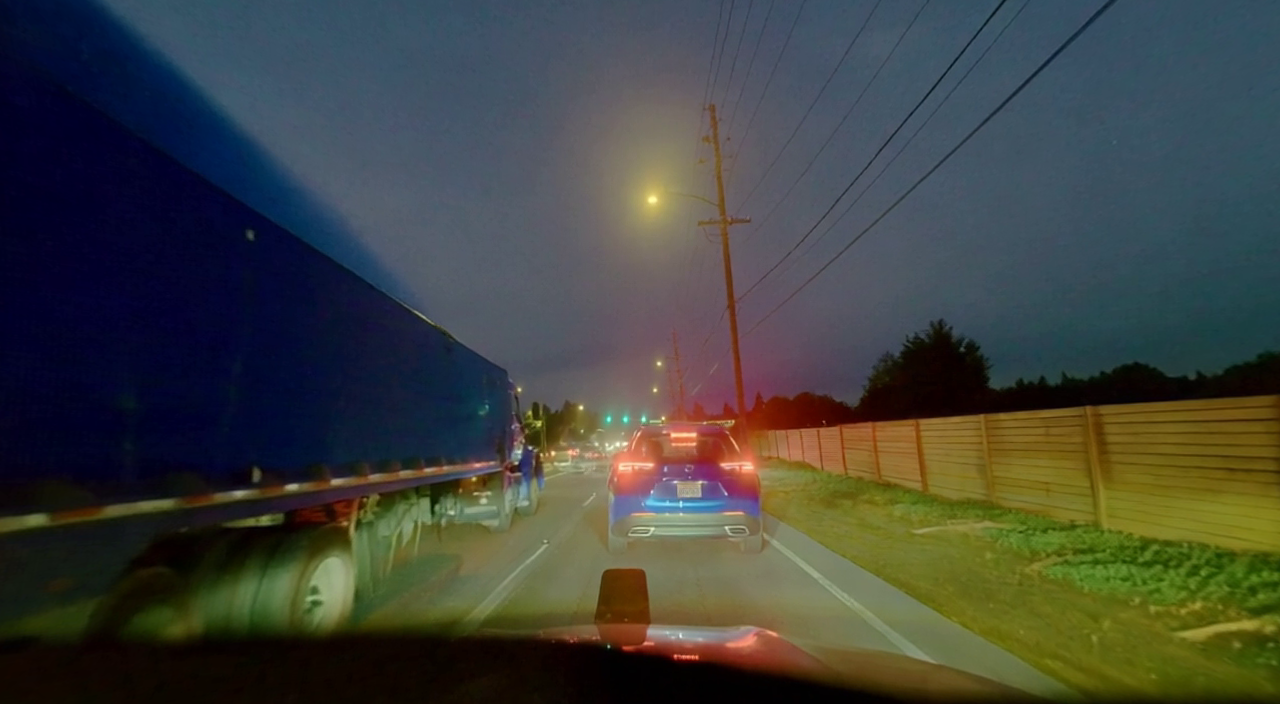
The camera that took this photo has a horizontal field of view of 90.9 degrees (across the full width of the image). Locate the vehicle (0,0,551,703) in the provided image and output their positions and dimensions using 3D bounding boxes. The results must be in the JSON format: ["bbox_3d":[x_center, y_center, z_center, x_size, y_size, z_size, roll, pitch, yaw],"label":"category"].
[{"bbox_3d":[-3.121,0.533,6.473,2.928,3.658,8.980,0,-9,1],"label":"vehicle"}]

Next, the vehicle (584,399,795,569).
[{"bbox_3d":[0.481,1.674,8.654,2.174,1.749,4.113,0,-9,-1],"label":"vehicle"}]
